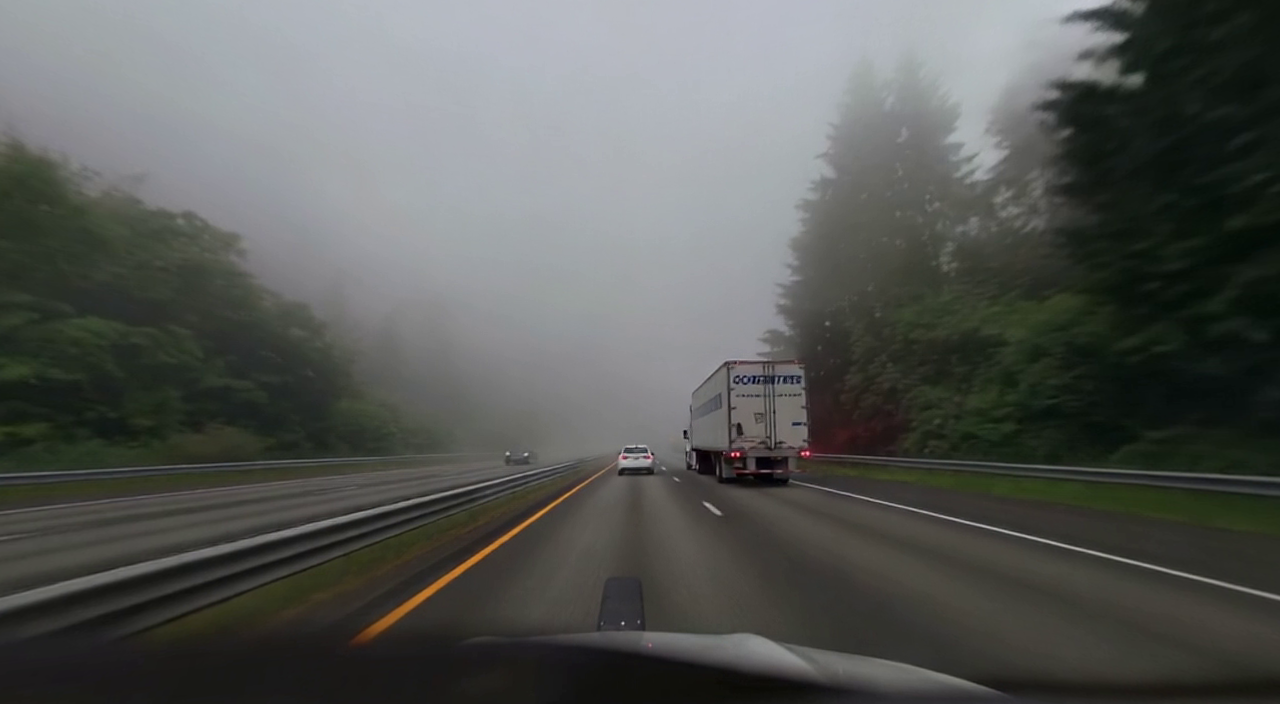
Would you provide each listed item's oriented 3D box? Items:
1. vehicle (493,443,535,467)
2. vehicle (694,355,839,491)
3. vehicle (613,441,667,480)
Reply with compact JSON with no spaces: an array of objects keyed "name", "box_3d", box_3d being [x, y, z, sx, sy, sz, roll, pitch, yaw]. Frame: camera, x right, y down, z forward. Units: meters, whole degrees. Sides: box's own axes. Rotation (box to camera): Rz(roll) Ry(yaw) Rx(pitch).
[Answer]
[{"name":"vehicle","box_3d":[-8.614,7.089,43.480,1.930,1.549,4.485,0,-9,1]},{"name":"vehicle","box_3d":[4.399,3.211,26.153,2.909,4.074,14.457,0,-9,0]},{"name":"vehicle","box_3d":[0.007,4.515,26.335,2.074,1.475,3.960,0,-9,0]}]
